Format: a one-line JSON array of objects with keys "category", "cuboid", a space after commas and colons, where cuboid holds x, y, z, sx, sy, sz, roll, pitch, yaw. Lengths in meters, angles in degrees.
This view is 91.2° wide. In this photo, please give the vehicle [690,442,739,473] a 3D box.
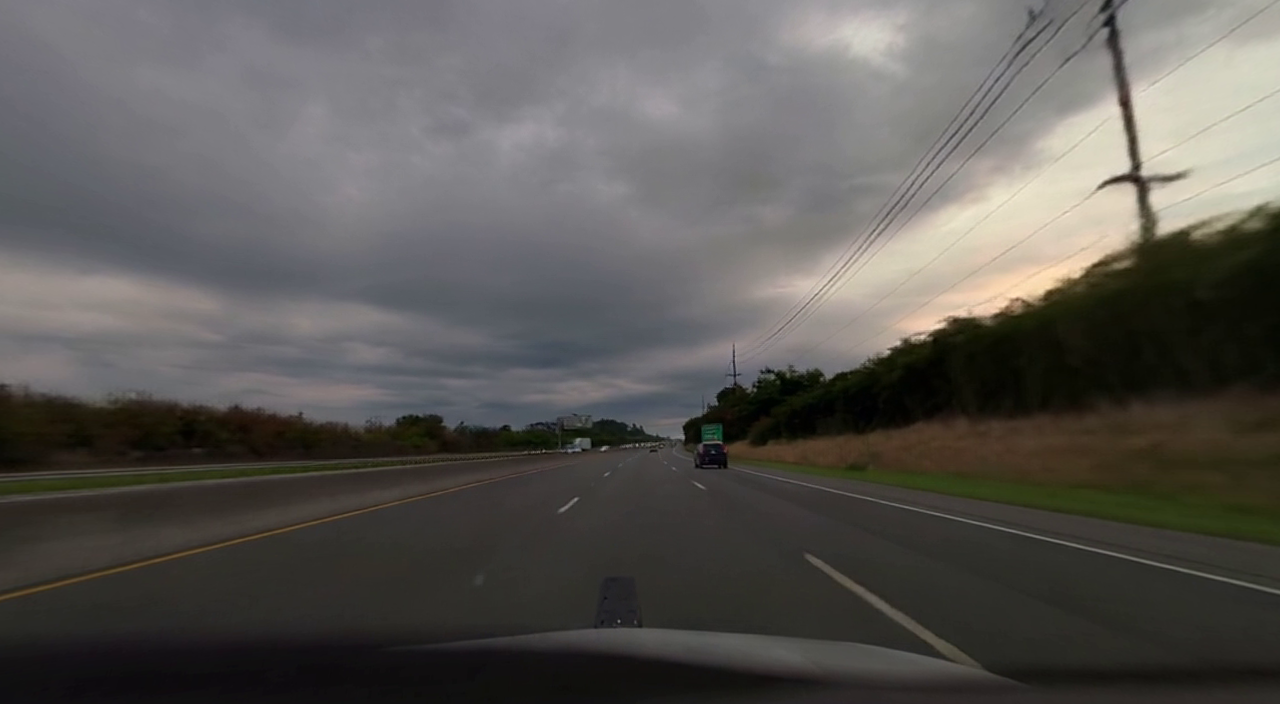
[{"category": "vehicle", "cuboid": [3.970, 5.682, 33.964, 2.054, 1.565, 4.089, 0, -9, -1]}]
